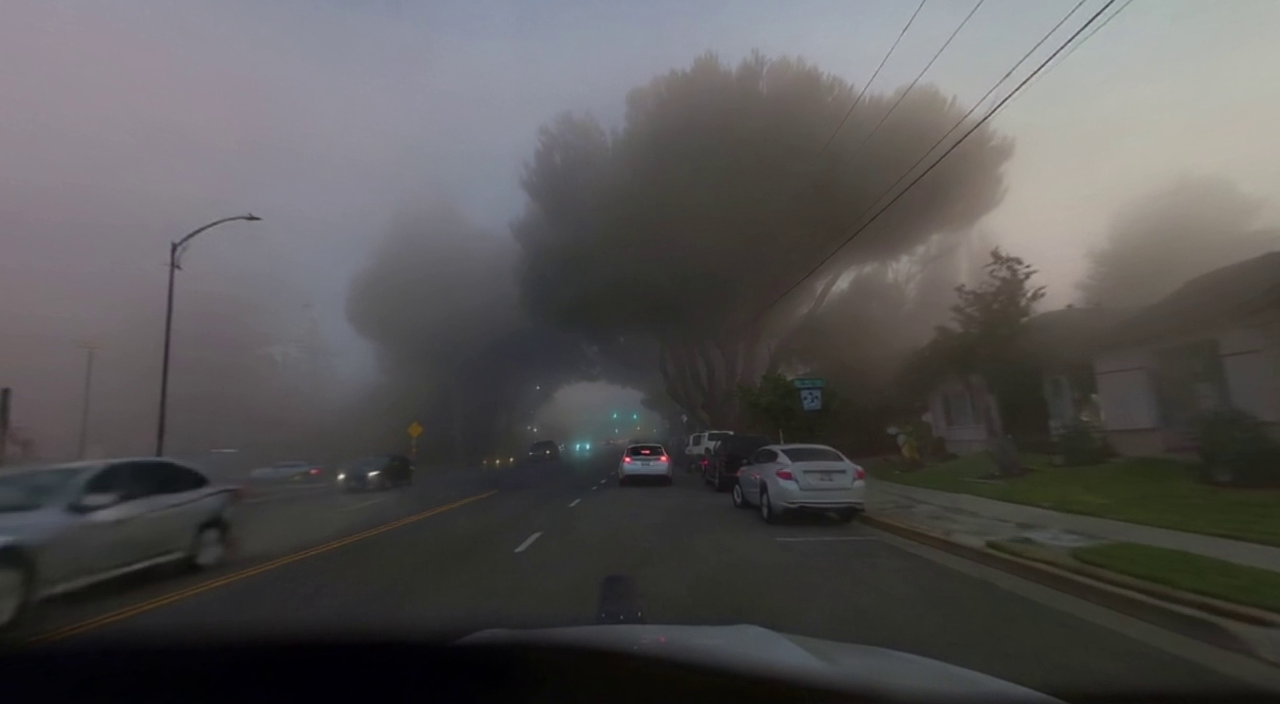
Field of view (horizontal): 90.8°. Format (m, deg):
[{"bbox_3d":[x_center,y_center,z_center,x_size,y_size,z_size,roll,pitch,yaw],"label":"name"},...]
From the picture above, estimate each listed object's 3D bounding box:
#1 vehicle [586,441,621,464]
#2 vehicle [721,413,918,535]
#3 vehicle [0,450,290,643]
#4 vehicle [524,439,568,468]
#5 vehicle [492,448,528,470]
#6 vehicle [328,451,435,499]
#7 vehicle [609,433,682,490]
[{"bbox_3d":[-2.487,6.973,43.894,2.117,1.528,4.277,0,-9,1],"label":"vehicle"},{"bbox_3d":[2.874,2.104,11.419,2.060,1.733,4.639,0,-9,-1],"label":"vehicle"},{"bbox_3d":[-6.013,1.806,6.614,1.981,1.498,4.701,-1,-9,0],"label":"vehicle"},{"bbox_3d":[-6.264,6.846,42.591,2.175,1.820,4.643,0,-9,1],"label":"vehicle"},{"bbox_3d":[-9.444,7.799,46.111,1.908,1.492,3.699,-2,-9,-1],"label":"vehicle"},{"bbox_3d":[-9.124,4.353,22.798,1.908,1.511,4.611,0,-9,0],"label":"vehicle"},{"bbox_3d":[0.121,3.430,20.081,2.041,1.575,4.304,0,-9,-1],"label":"vehicle"}]
